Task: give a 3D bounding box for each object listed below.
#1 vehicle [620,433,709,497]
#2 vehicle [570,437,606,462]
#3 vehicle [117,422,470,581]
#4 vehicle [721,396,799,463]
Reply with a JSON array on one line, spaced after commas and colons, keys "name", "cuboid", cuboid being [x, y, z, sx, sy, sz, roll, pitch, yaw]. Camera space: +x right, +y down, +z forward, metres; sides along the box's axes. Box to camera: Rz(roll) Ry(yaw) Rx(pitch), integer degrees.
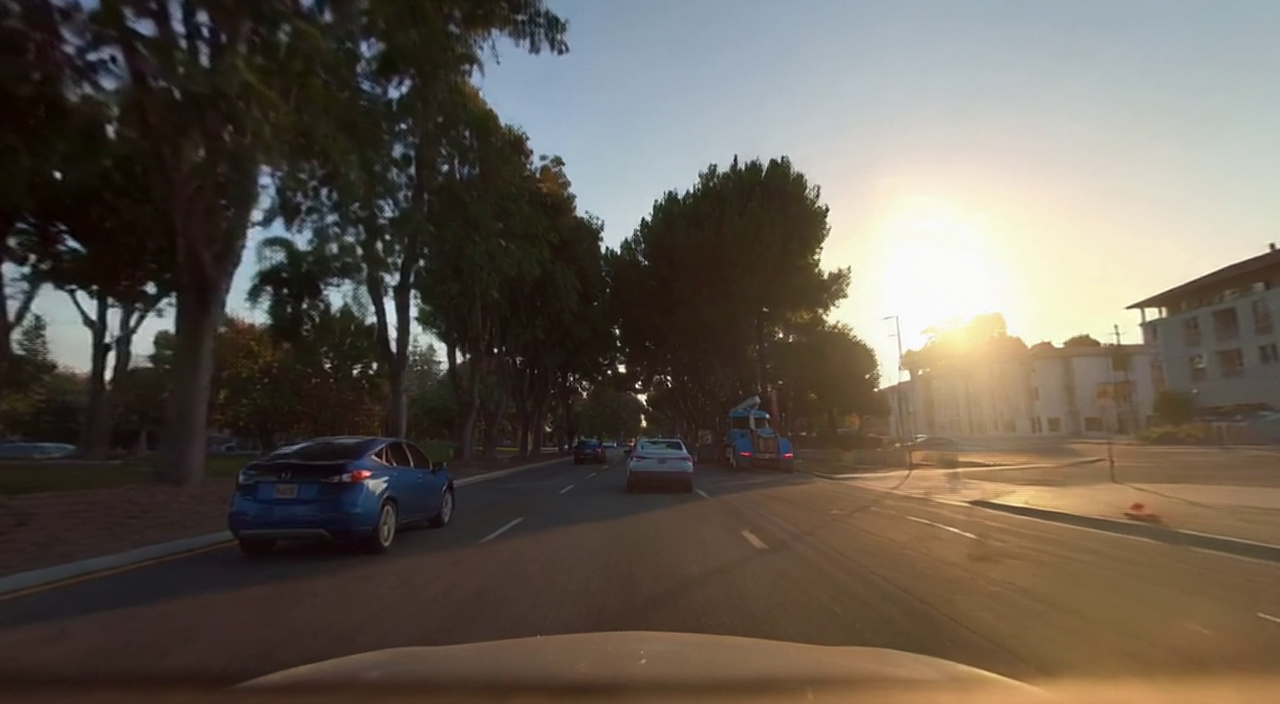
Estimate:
[{"name": "vehicle", "cuboid": [0.557, 2.952, 16.865, 2.086, 1.466, 4.026, 0, -8, 0]}, {"name": "vehicle", "cuboid": [-3.658, 6.917, 44.687, 2.062, 1.641, 4.193, 0, -8, 2]}, {"name": "vehicle", "cuboid": [-4.004, 1.796, 8.546, 2.003, 1.507, 4.808, 0, -8, 1]}, {"name": "vehicle", "cuboid": [5.925, 3.993, 32.154, 2.736, 3.078, 5.825, 0, -8, -1]}]
